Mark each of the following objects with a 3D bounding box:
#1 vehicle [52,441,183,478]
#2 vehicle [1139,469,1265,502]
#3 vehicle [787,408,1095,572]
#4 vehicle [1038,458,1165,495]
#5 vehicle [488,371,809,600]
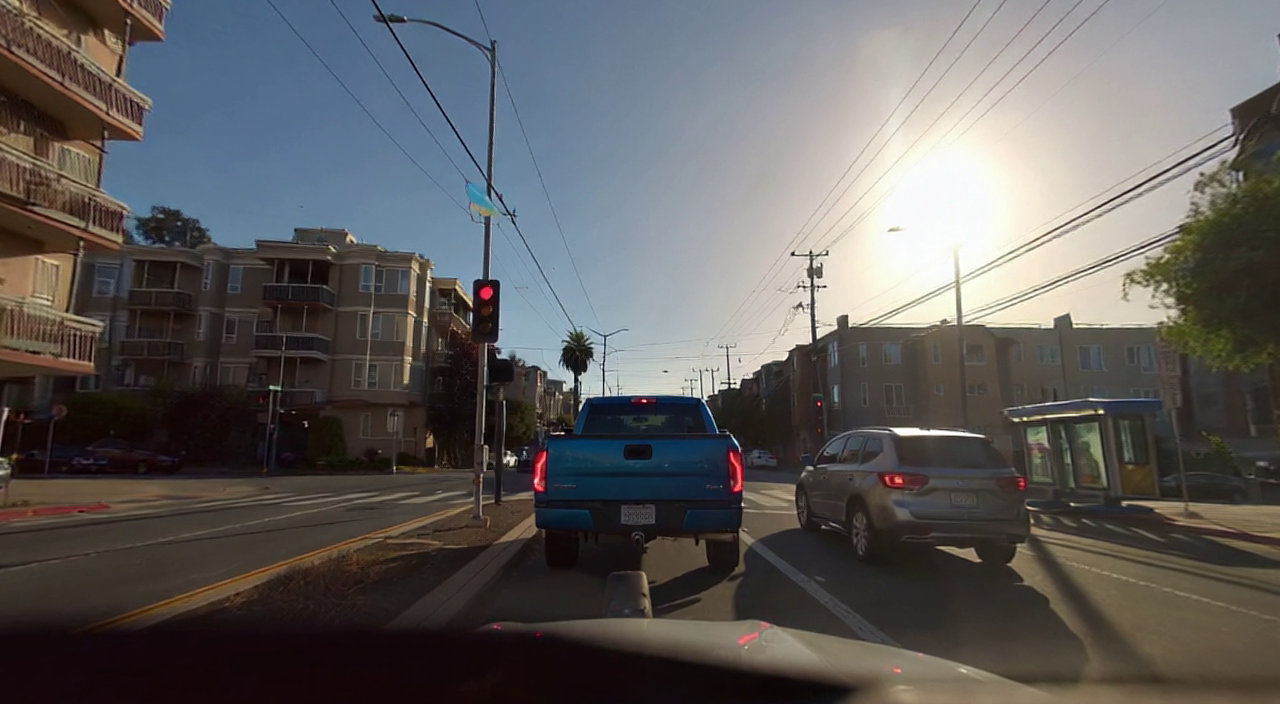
[{"bbox_3d":[-24.858,5.115,30.108,4.563,1.692,1.778,0,-8,-2],"label":"vehicle"},{"bbox_3d":[26.396,6.266,29.699,4.071,1.388,1.884,0,-8,1],"label":"vehicle"},{"bbox_3d":[3.835,1.853,9.288,2.131,1.759,4.762,0,-8,0],"label":"vehicle"},{"bbox_3d":[21.785,5.864,29.884,4.498,1.618,1.843,0,-8,0],"label":"vehicle"},{"bbox_3d":[0.103,1.512,8.022,2.738,1.959,5.070,0,-8,1],"label":"vehicle"}]
